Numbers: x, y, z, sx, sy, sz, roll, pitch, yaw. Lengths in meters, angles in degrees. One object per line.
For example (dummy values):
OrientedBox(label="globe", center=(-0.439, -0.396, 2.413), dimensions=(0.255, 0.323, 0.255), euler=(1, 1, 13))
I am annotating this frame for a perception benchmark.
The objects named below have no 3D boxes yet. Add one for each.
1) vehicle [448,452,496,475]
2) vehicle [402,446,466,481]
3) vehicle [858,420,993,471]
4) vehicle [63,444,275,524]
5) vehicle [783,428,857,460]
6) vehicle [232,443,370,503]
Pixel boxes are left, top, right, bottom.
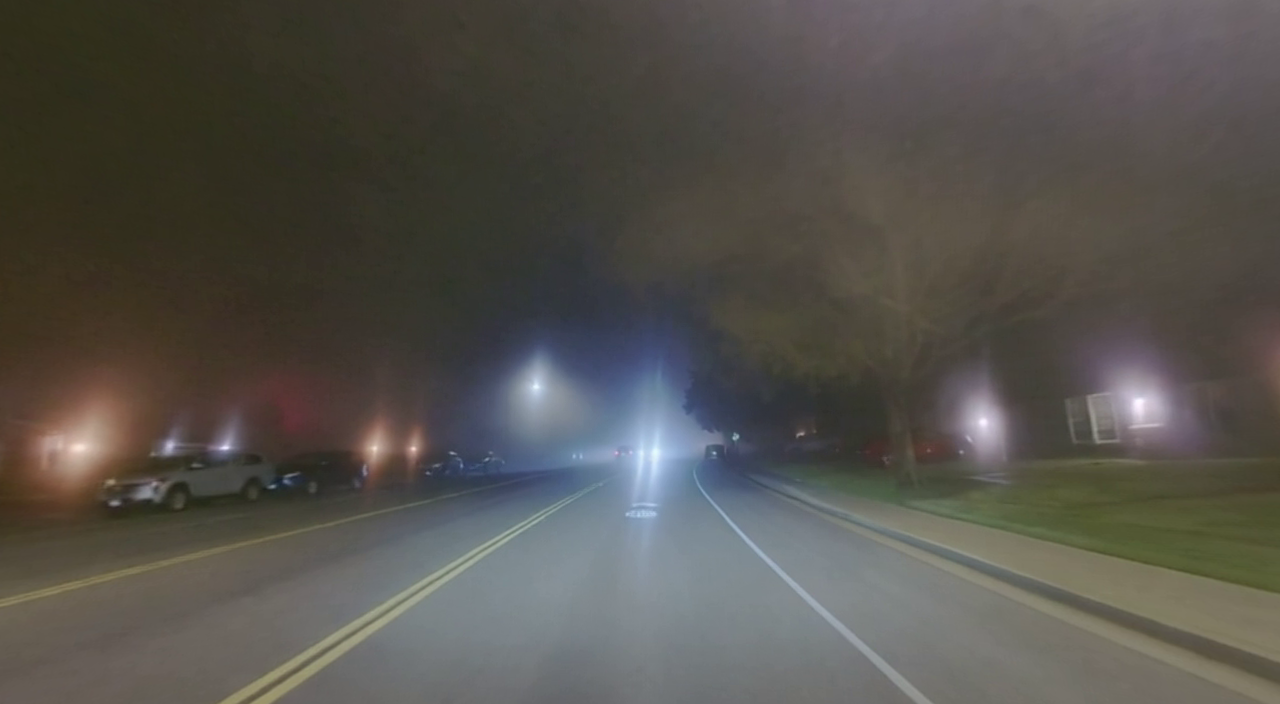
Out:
OrientedBox(label="vehicle", center=(-11.765, 7.826, 44.519), dimensions=(1.695, 1.423, 4.371), euler=(-5, -9, 7))
OrientedBox(label="vehicle", center=(-12.587, 6.801, 38.856), dimensions=(2.009, 1.789, 4.449), euler=(-6, -9, 6))
OrientedBox(label="vehicle", center=(11.332, 3.727, 25.317), dimensions=(4.383, 1.602, 1.920), euler=(-5, -8, 2))
OrientedBox(label="vehicle", center=(-13.923, 3.863, 19.287), dimensions=(2.157, 1.882, 5.479), euler=(-4, -8, 2))
OrientedBox(label="vehicle", center=(12.658, 6.493, 44.651), dimensions=(4.463, 1.765, 1.960), euler=(-5, -8, 1))
OrientedBox(label="vehicle", center=(-13.556, 4.793, 25.820), dimensions=(2.114, 1.931, 5.936), euler=(-6, -8, 3))
